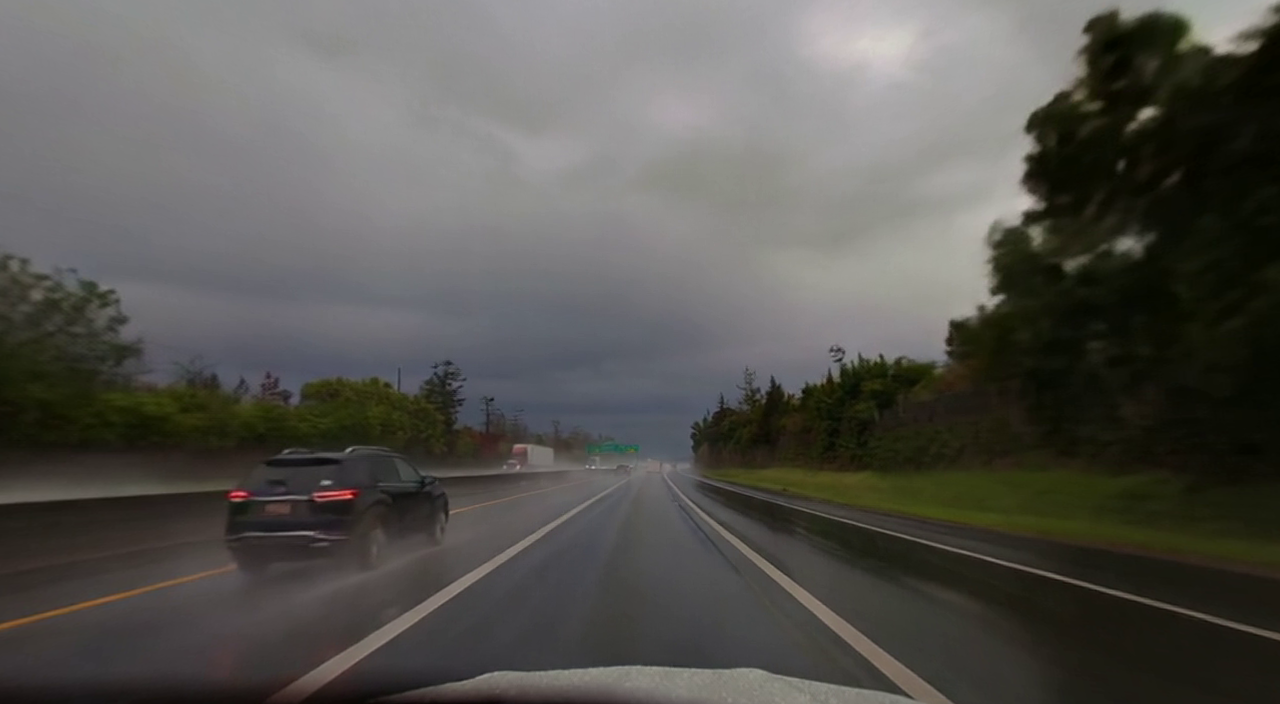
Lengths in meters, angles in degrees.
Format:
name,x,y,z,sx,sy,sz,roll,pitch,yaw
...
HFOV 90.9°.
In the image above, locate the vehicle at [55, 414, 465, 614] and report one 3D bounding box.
name,x,y,z,sx,sy,sz,roll,pitch,yaw
vehicle,-3.908,1.812,7.797,2.053,1.657,4.725,1,-10,0
